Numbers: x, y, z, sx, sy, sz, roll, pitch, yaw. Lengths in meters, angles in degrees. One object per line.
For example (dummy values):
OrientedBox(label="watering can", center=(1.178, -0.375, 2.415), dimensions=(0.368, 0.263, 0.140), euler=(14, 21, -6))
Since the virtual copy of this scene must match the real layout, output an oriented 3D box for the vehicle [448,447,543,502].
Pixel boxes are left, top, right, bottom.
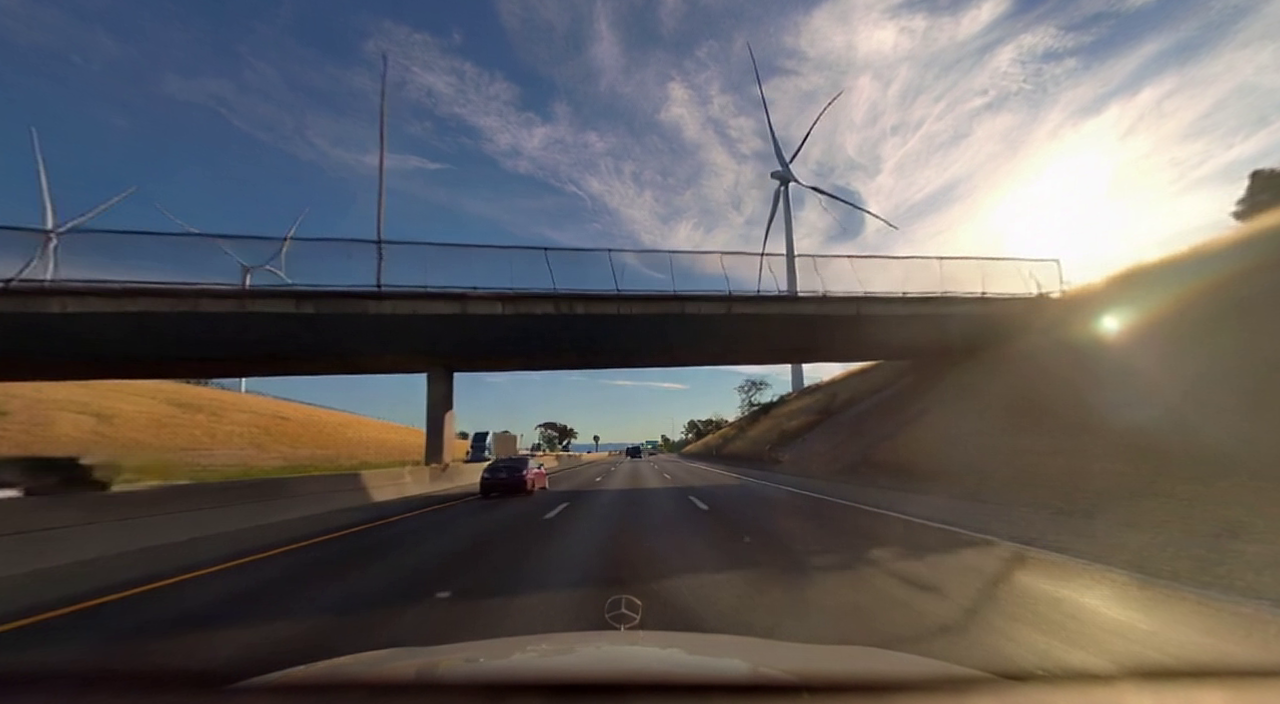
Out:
OrientedBox(label="vehicle", center=(-4.268, 3.670, 19.337), dimensions=(1.921, 1.481, 4.120), euler=(0, -9, 0))
